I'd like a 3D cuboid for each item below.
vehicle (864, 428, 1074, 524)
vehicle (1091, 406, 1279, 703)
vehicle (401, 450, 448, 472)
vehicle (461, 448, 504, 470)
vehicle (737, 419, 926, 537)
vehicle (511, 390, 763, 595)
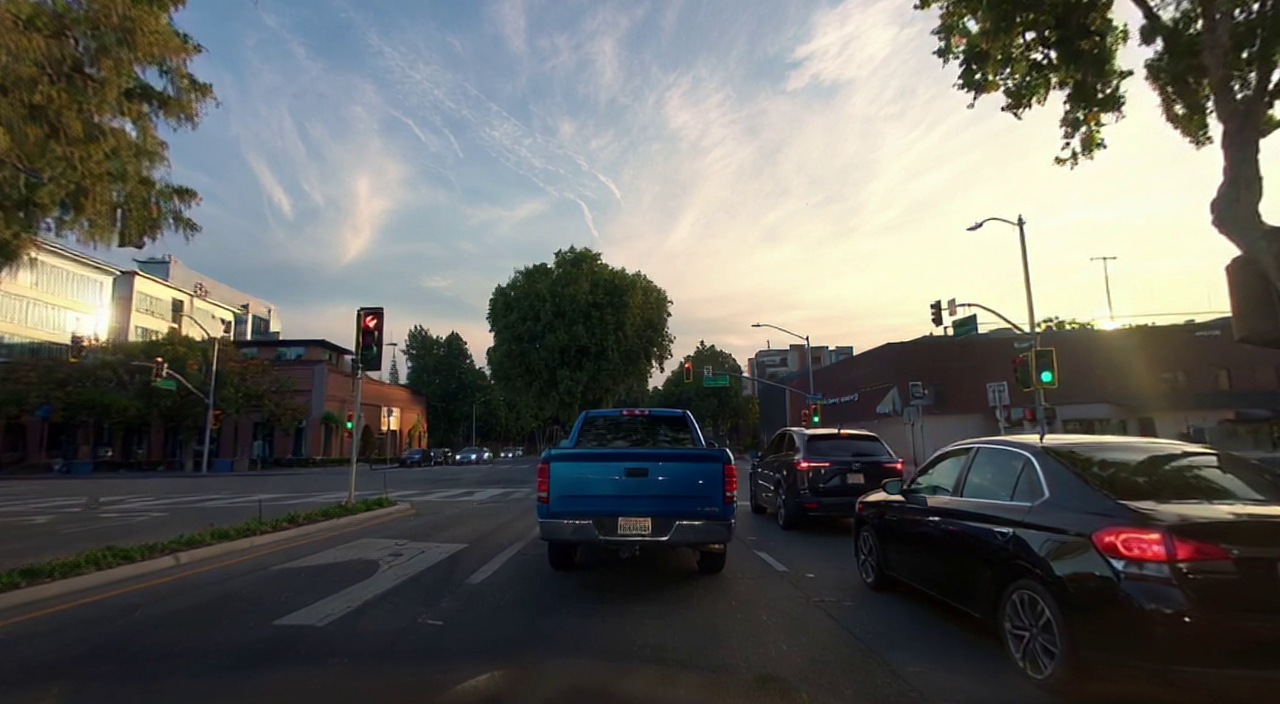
[{"bbox_3d":[6.525,2.492,13.240,2.002,1.651,4.305,0,-8,-1],"label":"vehicle"},{"bbox_3d":[3.244,0.720,0.821,2.057,1.463,4.365,0,-8,0],"label":"vehicle"},{"bbox_3d":[-15.810,7.959,46.513,1.915,1.491,4.347,0,-8,1],"label":"vehicle"},{"bbox_3d":[-11.752,7.986,47.380,1.989,1.459,4.667,0,-8,0],"label":"vehicle"},{"bbox_3d":[3.234,2.225,11.787,2.013,1.742,4.424,0,-8,-1],"label":"vehicle"},{"bbox_3d":[-0.133,1.637,8.256,2.344,1.883,4.572,0,-8,-3],"label":"vehicle"}]
